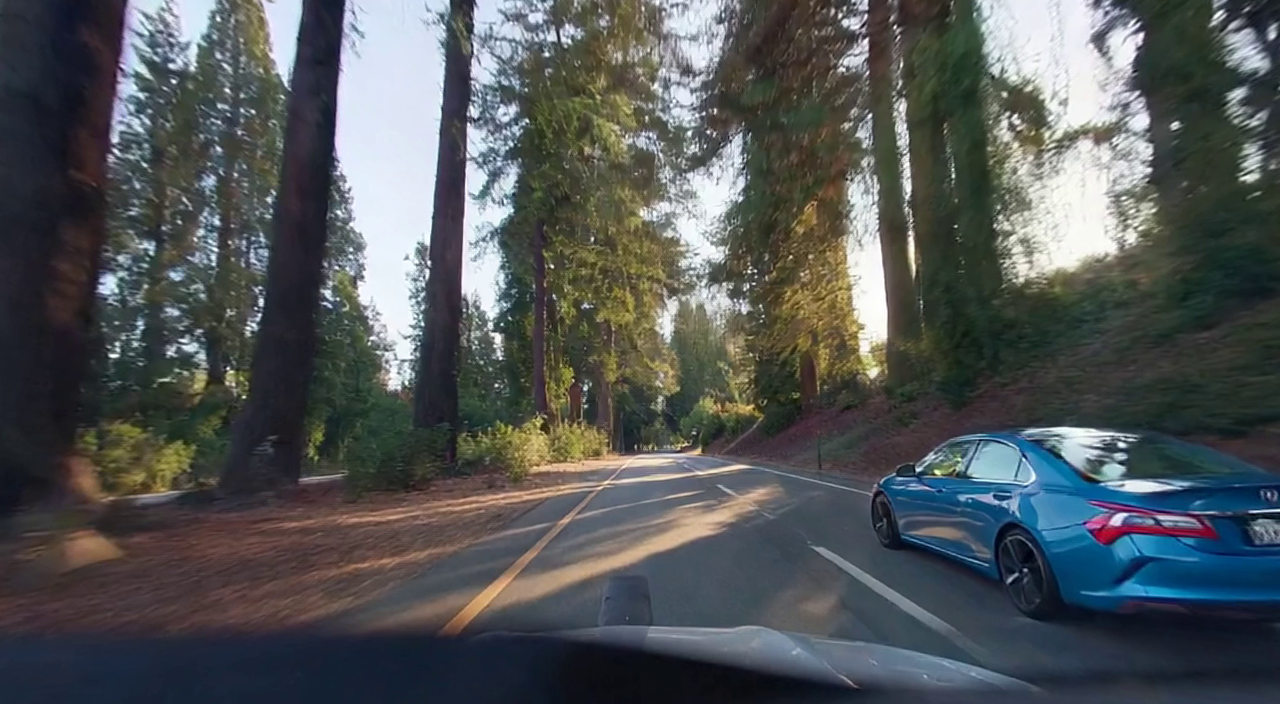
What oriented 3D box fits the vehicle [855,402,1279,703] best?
[{"bbox_3d":[3.790,1.352,5.551,2.061,1.503,4.823,0,-8,0],"label":"vehicle"}]
